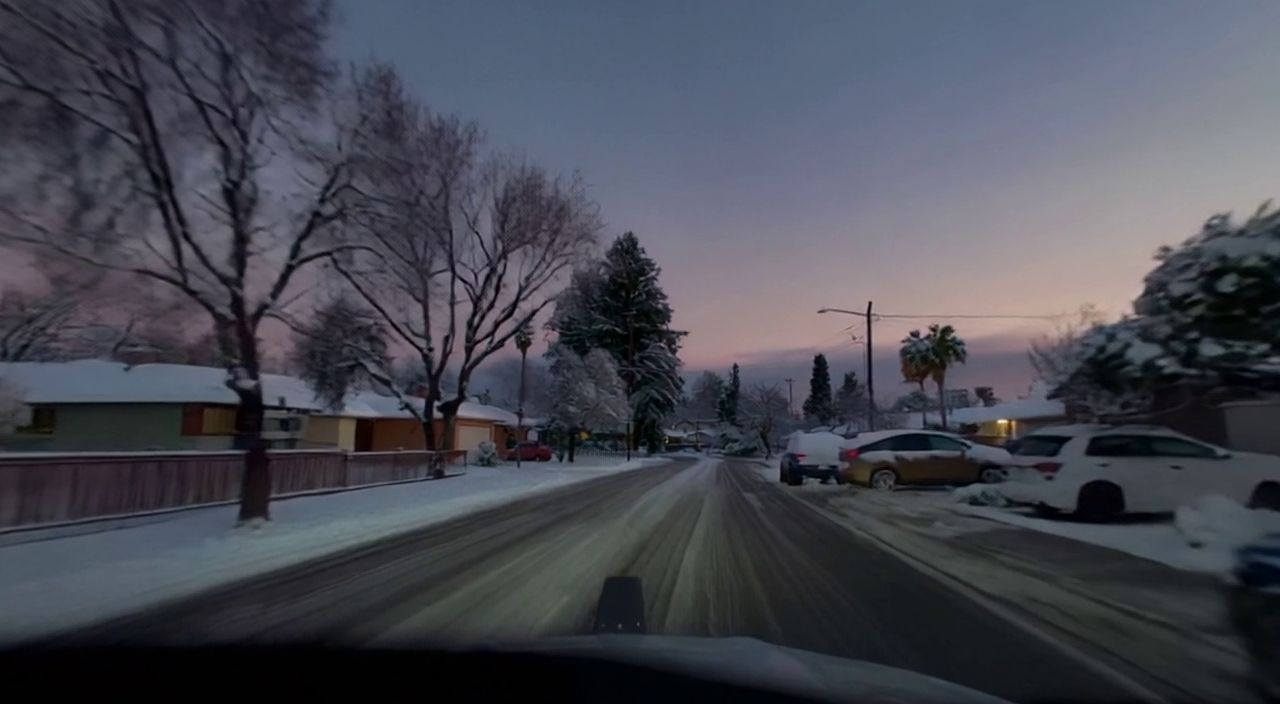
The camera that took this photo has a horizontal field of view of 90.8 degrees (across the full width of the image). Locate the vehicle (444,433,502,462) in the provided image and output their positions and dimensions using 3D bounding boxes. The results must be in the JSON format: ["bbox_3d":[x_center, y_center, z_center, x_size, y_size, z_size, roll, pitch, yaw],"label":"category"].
[{"bbox_3d":[-11.157,6.379,42.437,1.869,1.646,4.357,3,-7,12],"label":"vehicle"}]

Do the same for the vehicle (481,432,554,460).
[{"bbox_3d":[-9.619,7.419,49.920,5.127,1.796,2.045,3,-7,6],"label":"vehicle"}]

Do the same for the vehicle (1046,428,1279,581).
[{"bbox_3d":[7.748,1.850,7.766,4.185,1.531,1.999,4,-7,2],"label":"vehicle"}]
